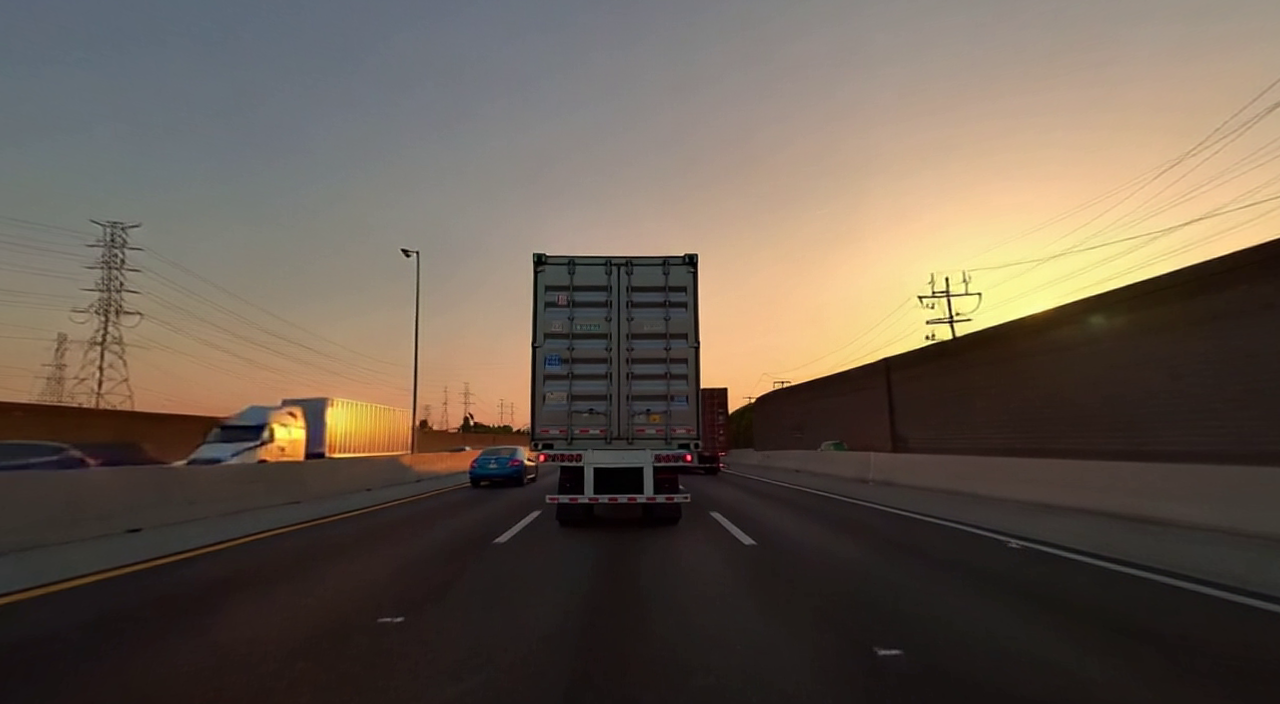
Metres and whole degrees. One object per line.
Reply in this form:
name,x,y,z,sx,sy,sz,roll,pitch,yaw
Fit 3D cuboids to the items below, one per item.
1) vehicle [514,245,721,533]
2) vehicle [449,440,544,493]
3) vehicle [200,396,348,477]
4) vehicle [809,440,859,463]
vehicle,-0.333,1.354,14.941,2.841,4.071,12.046,-1,-9,0
vehicle,-4.434,3.598,20.333,1.993,1.475,4.540,-1,-9,0
vehicle,-16.526,3.947,29.263,2.949,3.275,6.439,-1,-9,0
vehicle,13.455,6.928,44.136,2.020,1.546,4.336,0,-9,-2
